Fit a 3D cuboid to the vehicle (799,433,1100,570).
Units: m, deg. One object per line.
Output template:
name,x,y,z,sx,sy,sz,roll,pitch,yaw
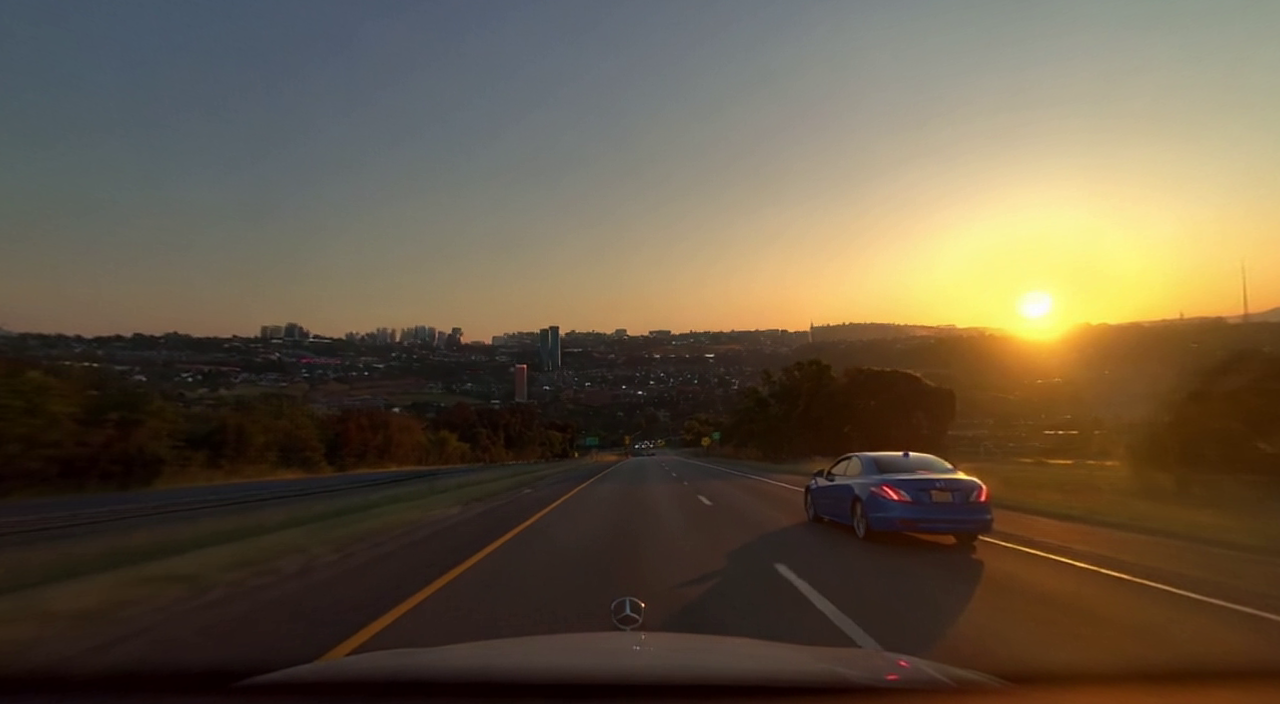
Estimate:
vehicle,4.064,2.024,9.485,2.053,1.490,4.799,0,-8,-1
